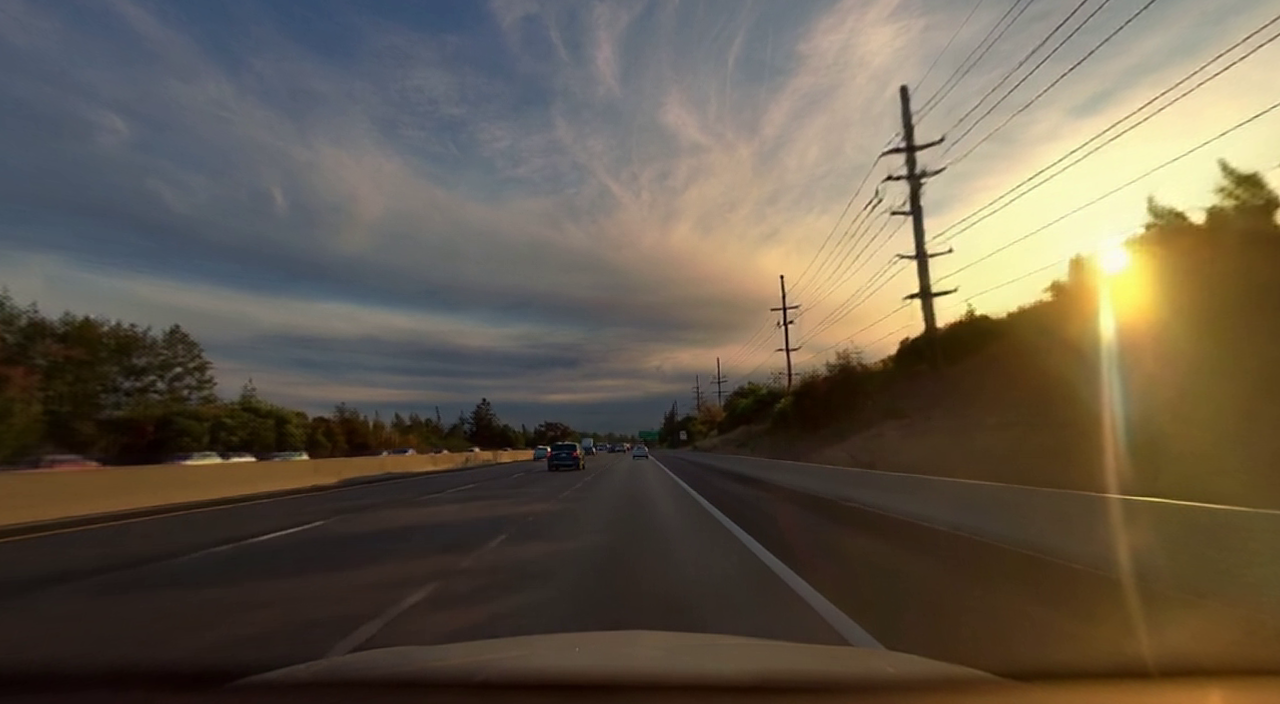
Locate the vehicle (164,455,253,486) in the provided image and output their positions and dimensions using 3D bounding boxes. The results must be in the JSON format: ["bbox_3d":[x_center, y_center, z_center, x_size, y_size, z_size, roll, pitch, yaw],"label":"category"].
[{"bbox_3d":[-23.695,6.495,34.826,1.858,1.519,4.489,0,-9,-2],"label":"vehicle"}]

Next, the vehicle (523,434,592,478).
[{"bbox_3d":[-3.853,5.029,30.647,2.577,1.939,5.408,0,-9,1],"label":"vehicle"}]

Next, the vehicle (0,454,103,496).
[{"bbox_3d":[-28.807,5.794,30.065,2.006,1.760,4.774,0,-9,0],"label":"vehicle"}]
